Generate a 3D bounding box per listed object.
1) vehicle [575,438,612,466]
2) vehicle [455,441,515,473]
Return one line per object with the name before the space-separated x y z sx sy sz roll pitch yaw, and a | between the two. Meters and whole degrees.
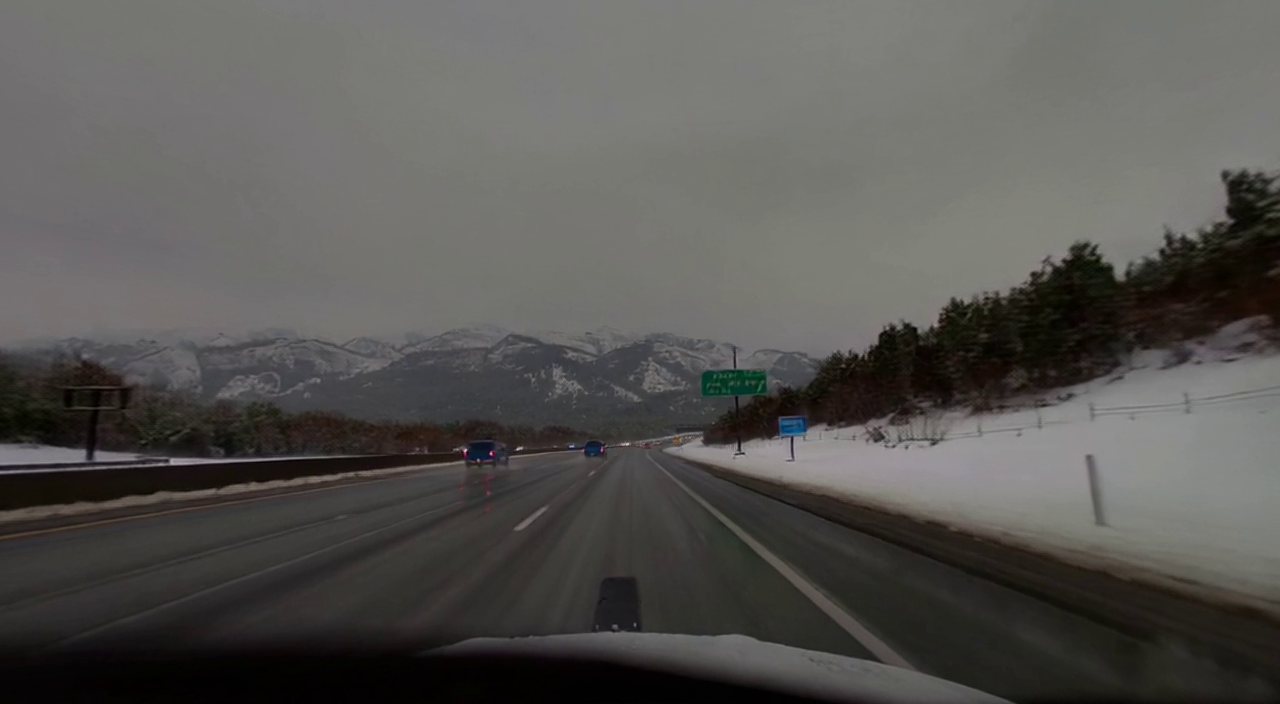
vehicle | -2.975 6.589 41.724 2.029 1.753 4.718 0 -8 1
vehicle | -7.802 5.323 32.286 1.930 1.508 4.567 0 -8 0
